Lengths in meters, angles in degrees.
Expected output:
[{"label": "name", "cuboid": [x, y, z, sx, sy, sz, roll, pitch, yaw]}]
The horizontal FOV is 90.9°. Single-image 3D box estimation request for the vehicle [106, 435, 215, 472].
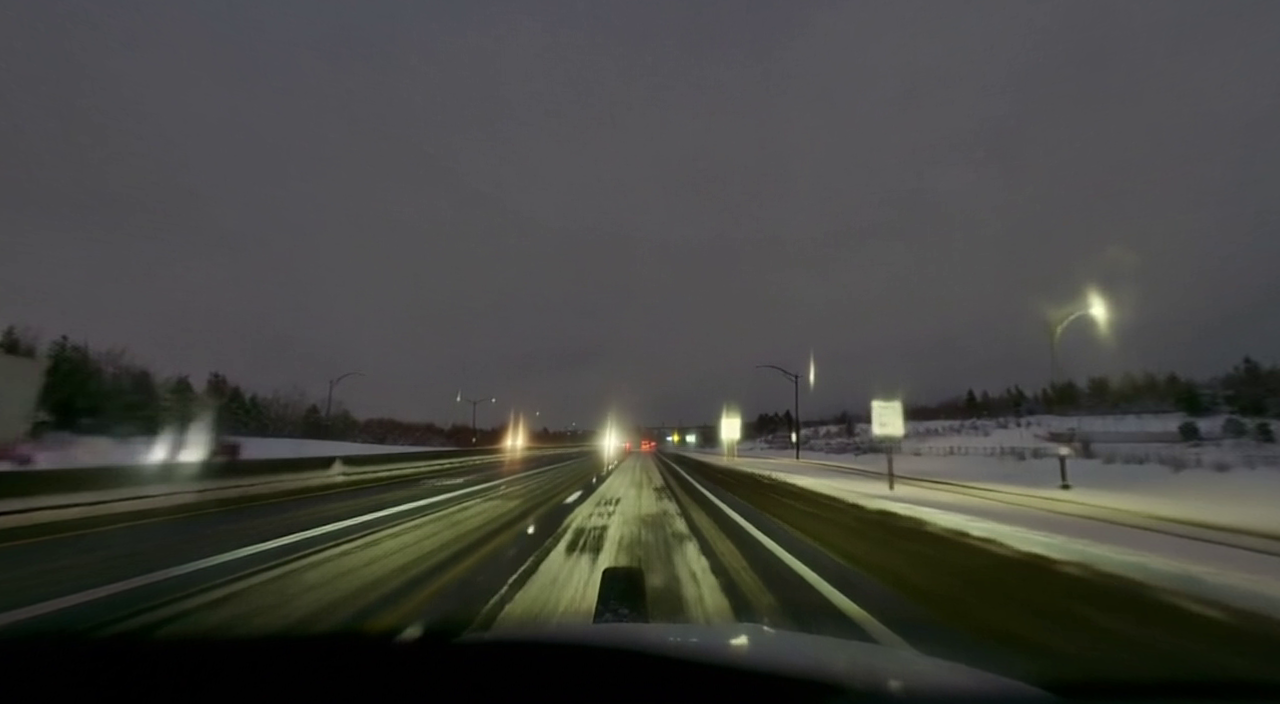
[{"label": "vehicle", "cuboid": [-19.924, 4.218, 26.407, 1.576, 1.420, 3.686, 0, -9, 1]}]
